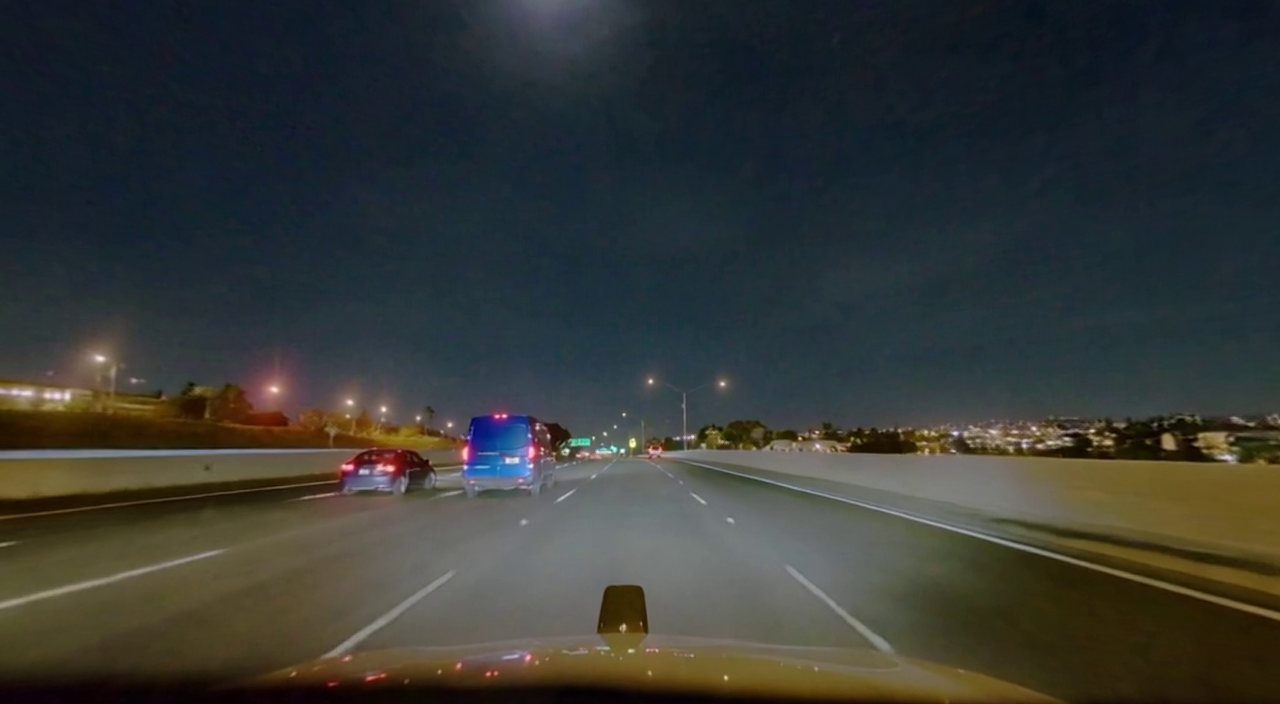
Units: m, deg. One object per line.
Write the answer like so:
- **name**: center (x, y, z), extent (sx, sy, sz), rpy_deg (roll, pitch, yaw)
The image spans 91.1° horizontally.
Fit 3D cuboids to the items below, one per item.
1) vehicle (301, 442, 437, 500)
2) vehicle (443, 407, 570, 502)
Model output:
- **vehicle**: center (-7.994, 3.528, 19.118), extent (1.987, 1.490, 4.781), rpy_deg (-1, -9, 0)
- **vehicle**: center (-3.536, 2.883, 17.931), extent (2.372, 2.248, 5.393), rpy_deg (-1, -9, 1)
